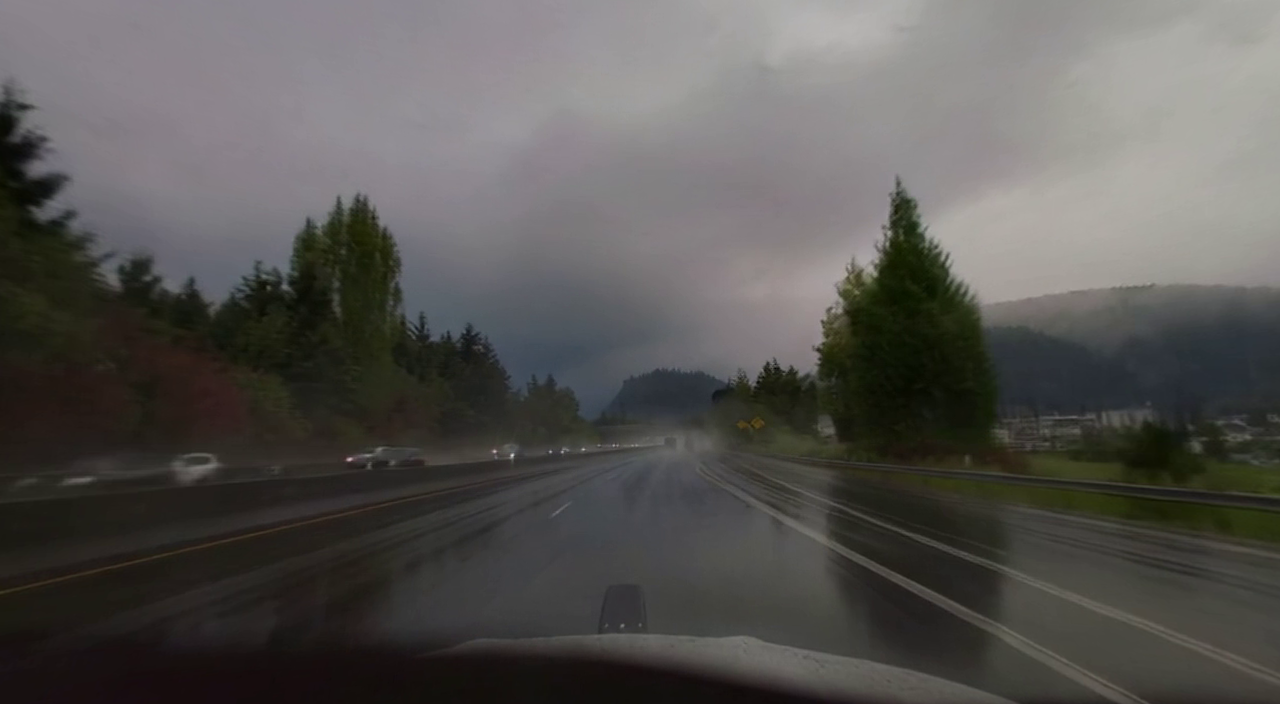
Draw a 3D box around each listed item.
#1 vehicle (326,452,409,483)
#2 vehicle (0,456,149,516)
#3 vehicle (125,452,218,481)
[{"bbox_3d":[-13.472,5.709,31.420,2.097,1.445,4.213,0,-9,2],"label":"vehicle"},{"bbox_3d":[-17.394,3.831,18.569,1.920,1.477,4.708,0,-9,2],"label":"vehicle"},{"bbox_3d":[-26.131,6.364,35.353,1.866,1.524,4.296,0,-9,0],"label":"vehicle"}]
